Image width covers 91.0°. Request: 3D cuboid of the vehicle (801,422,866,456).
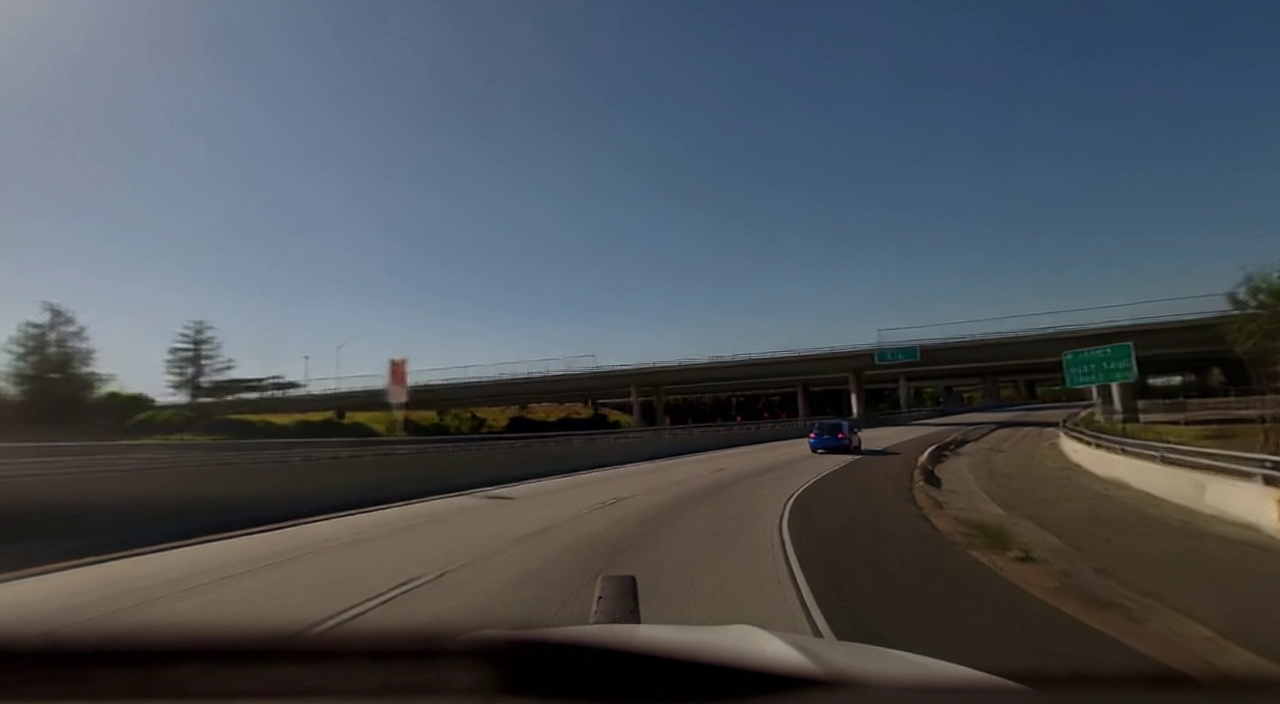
[{"bbox_3d":[9.402,4.182,30.363,2.028,1.440,3.970,-3,-8,32],"label":"vehicle"}]
